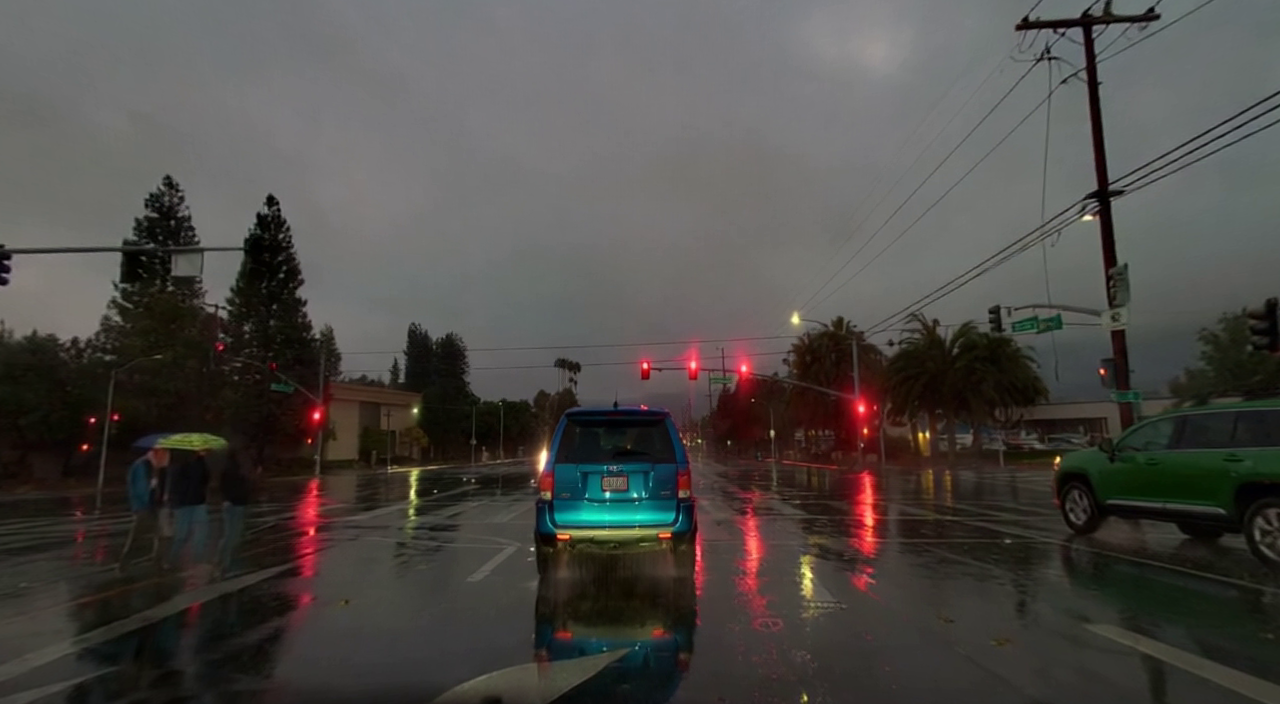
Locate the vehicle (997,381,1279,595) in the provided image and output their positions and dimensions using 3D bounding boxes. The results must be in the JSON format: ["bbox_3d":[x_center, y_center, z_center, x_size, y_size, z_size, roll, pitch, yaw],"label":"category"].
[{"bbox_3d":[6.580,1.440,7.243,2.119,1.827,4.806,0,-9,0],"label":"vehicle"}]

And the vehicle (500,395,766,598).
[{"bbox_3d":[-0.096,1.560,7.638,2.285,1.729,4.252,0,-9,-1],"label":"vehicle"}]
